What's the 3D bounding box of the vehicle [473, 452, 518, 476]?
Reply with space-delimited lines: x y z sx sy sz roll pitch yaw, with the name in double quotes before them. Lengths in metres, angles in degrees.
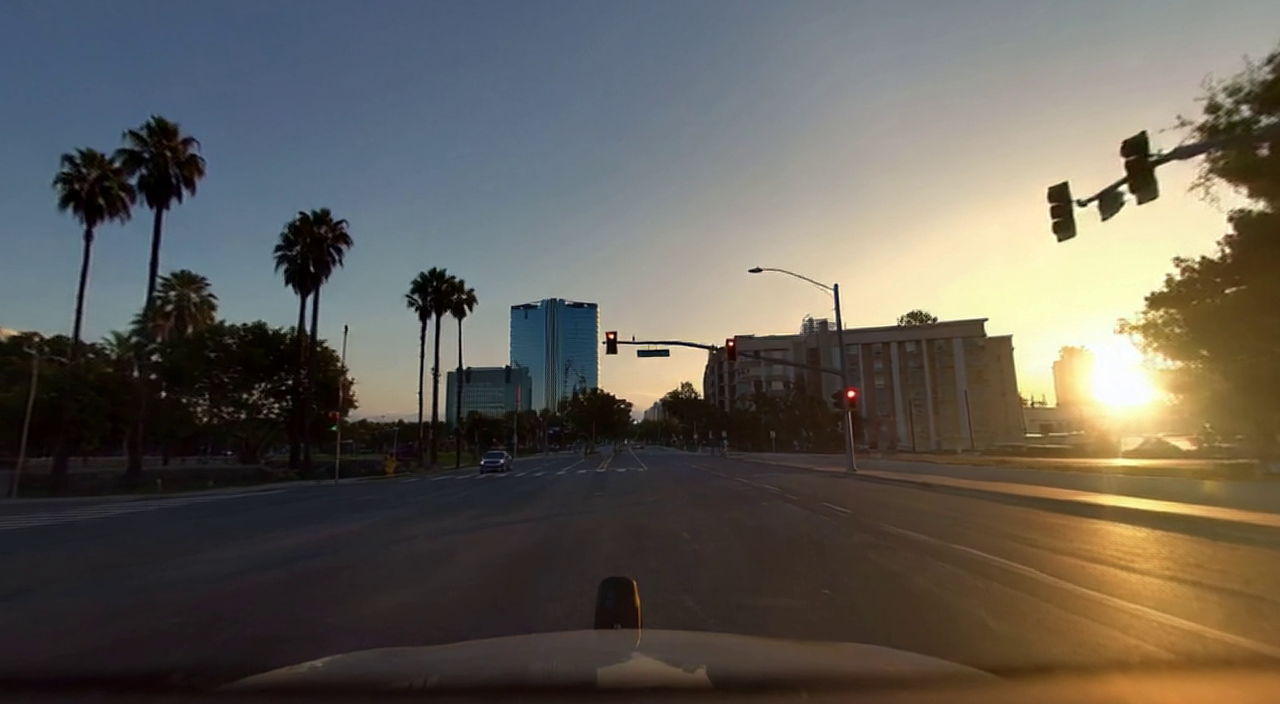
"vehicle" -9.870 7.656 43.456 2.149 1.477 4.186 0 -9 -1
